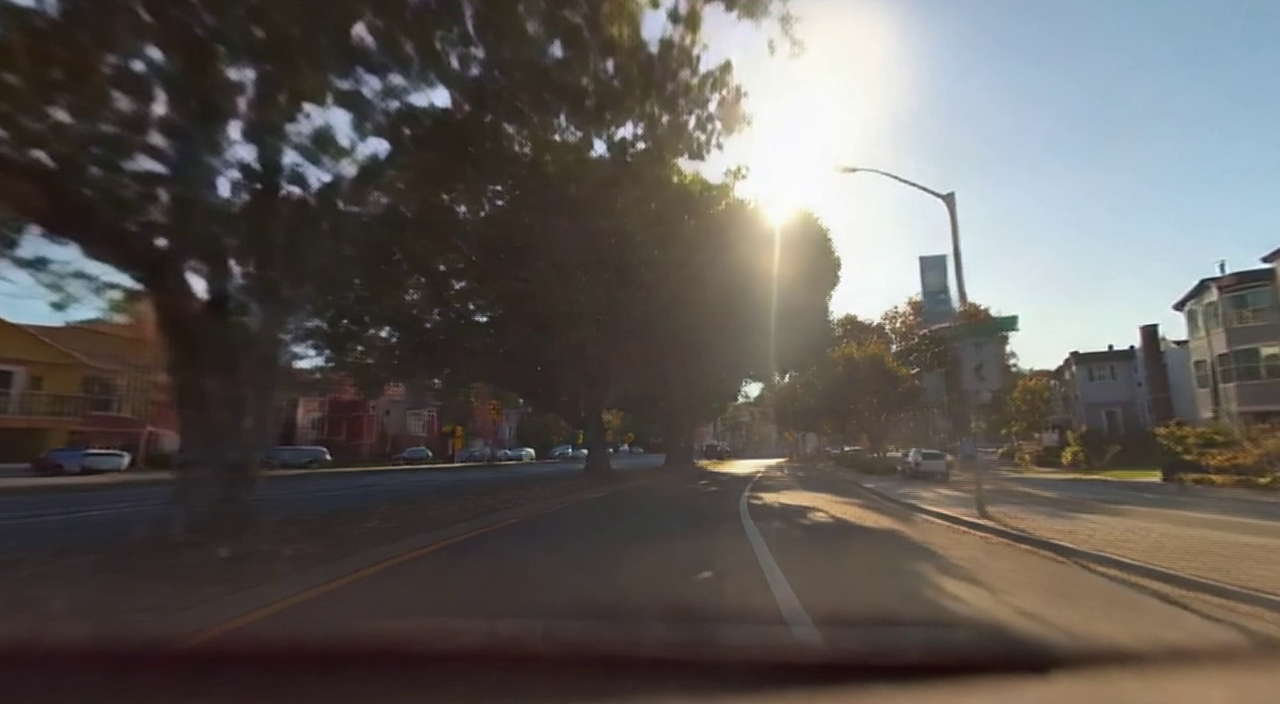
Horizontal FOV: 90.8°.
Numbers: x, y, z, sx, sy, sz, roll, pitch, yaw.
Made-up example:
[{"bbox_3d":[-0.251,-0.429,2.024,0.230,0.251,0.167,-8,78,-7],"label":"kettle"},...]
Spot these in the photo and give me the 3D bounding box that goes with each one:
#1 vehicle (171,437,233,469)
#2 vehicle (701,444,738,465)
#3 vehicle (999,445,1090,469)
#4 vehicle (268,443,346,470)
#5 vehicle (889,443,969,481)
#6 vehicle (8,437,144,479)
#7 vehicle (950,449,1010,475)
[{"bbox_3d":[-30.626,7.085,44.128,4.799,1.651,2.268,-12,-8,38],"label":"vehicle"},{"bbox_3d":[6.198,7.848,48.699,2.081,1.489,4.863,-2,-9,16],"label":"vehicle"},{"bbox_3d":[27.145,7.035,42.526,4.669,1.517,1.993,-1,-9,8],"label":"vehicle"},{"bbox_3d":[-24.063,7.542,45.912,2.013,1.792,4.950,-3,-9,17],"label":"vehicle"},{"bbox_3d":[13.463,5.254,29.777,1.988,1.487,4.479,-2,-13,6],"label":"vehicle"},{"bbox_3d":[-27.954,5.376,31.573,1.958,1.708,4.611,-6,-14,13],"label":"vehicle"},{"bbox_3d":[21.595,6.976,40.348,1.945,1.531,4.589,-1,-9,10],"label":"vehicle"}]
